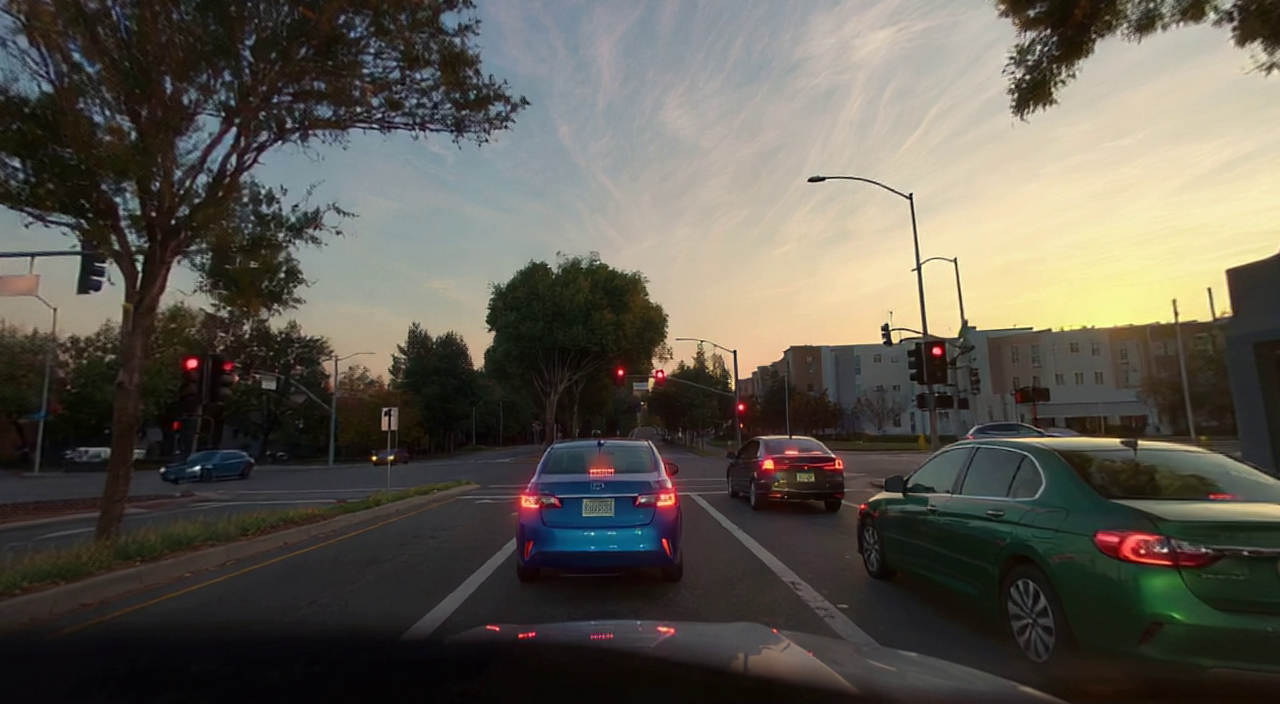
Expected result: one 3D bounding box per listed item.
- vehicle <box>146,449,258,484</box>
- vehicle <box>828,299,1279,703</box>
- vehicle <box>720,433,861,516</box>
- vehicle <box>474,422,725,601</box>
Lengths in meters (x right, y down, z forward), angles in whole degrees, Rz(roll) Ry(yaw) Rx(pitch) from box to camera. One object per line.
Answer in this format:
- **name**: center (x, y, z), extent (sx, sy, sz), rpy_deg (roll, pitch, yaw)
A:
- **vehicle**: center (-21.563, 5.633, 31.383), extent (2.091, 1.534, 4.846), rpy_deg (0, -8, 0)
- **vehicle**: center (3.589, 1.107, 5.063), extent (2.572, 1.945, 5.065), rpy_deg (0, -8, 0)
- **vehicle**: center (3.159, 2.676, 14.379), extent (2.026, 1.549, 4.559), rpy_deg (0, -8, -1)
- **vehicle**: center (-0.365, 1.656, 7.416), extent (2.143, 1.520, 3.848), rpy_deg (0, -8, -1)
